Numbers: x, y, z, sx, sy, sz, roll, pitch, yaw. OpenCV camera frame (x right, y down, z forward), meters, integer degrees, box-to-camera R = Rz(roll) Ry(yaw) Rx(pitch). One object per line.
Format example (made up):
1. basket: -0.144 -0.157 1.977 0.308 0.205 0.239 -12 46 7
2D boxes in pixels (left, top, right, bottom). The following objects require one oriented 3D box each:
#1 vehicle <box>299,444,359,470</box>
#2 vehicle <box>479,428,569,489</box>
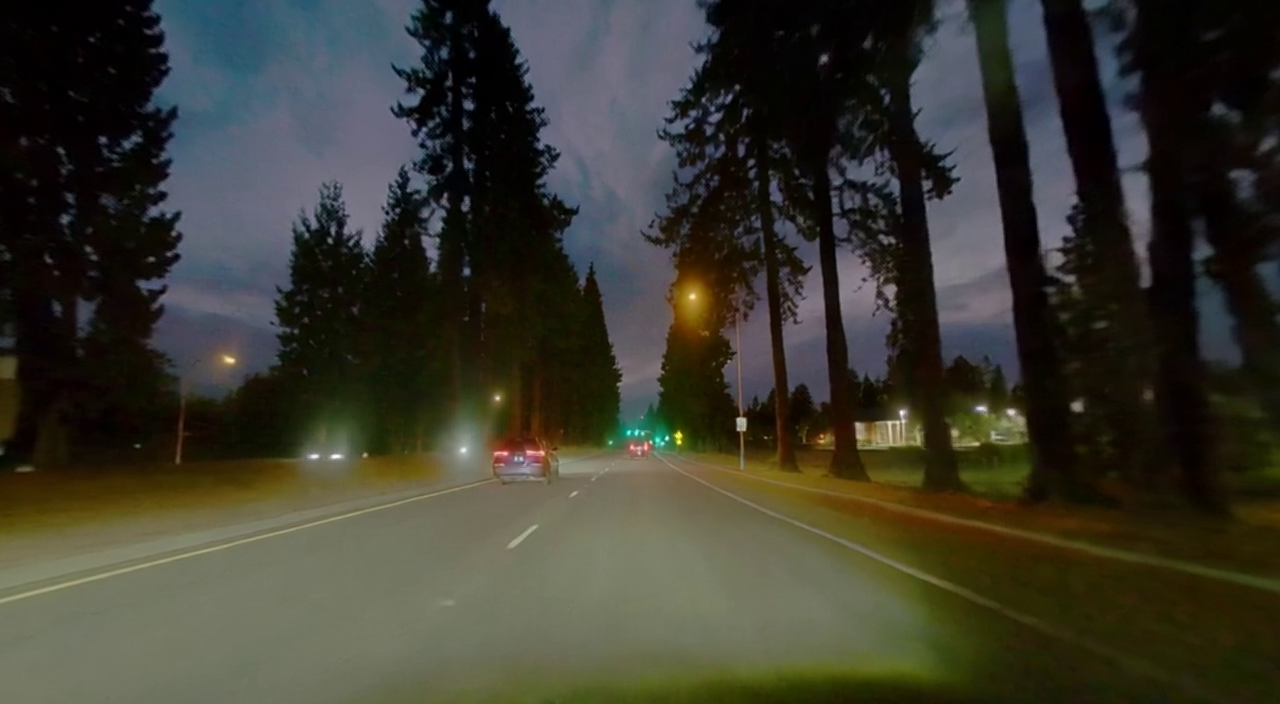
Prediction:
1. vehicle: -21.045 7.097 42.948 1.875 1.602 4.317 0 -8 0
2. vehicle: -3.647 3.434 20.726 2.078 1.748 4.279 0 -8 1
